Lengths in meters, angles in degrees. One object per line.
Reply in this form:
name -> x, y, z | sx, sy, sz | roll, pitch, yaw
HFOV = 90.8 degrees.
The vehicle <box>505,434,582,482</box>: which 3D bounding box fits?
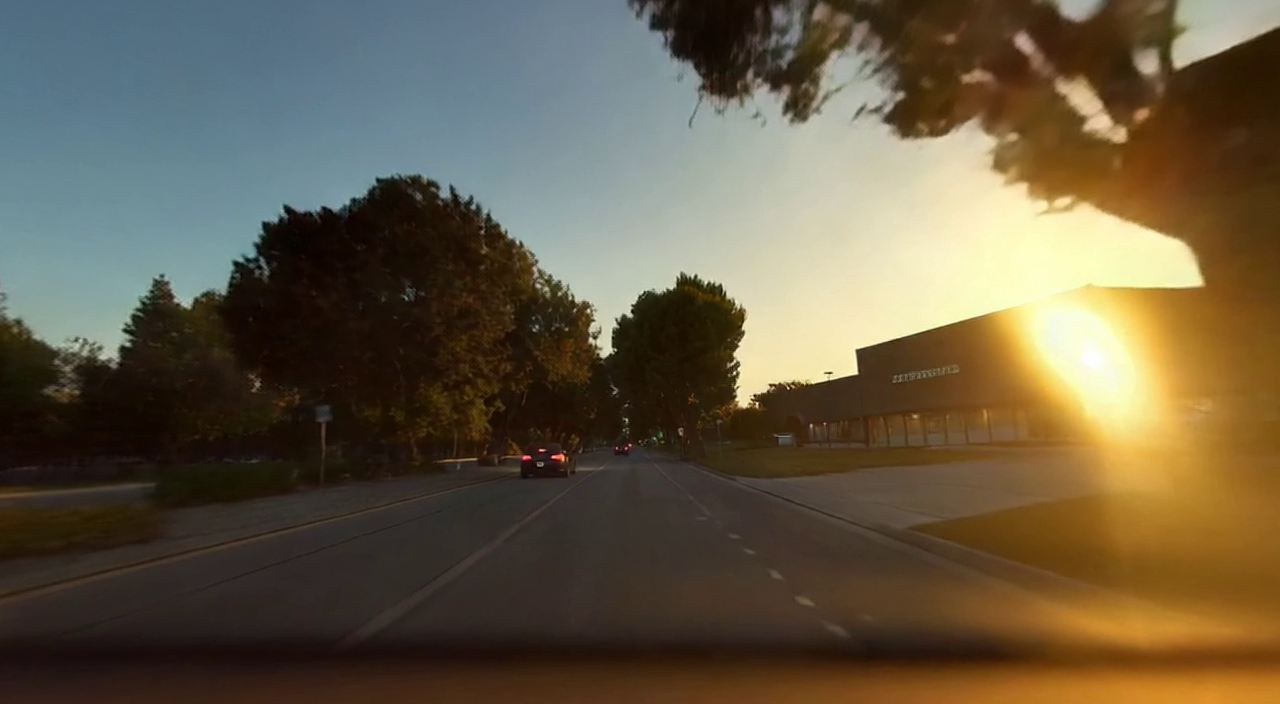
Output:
vehicle -> -3.655, 4.096, 24.797 | 2.202, 1.685, 4.772 | 0, -8, 1
